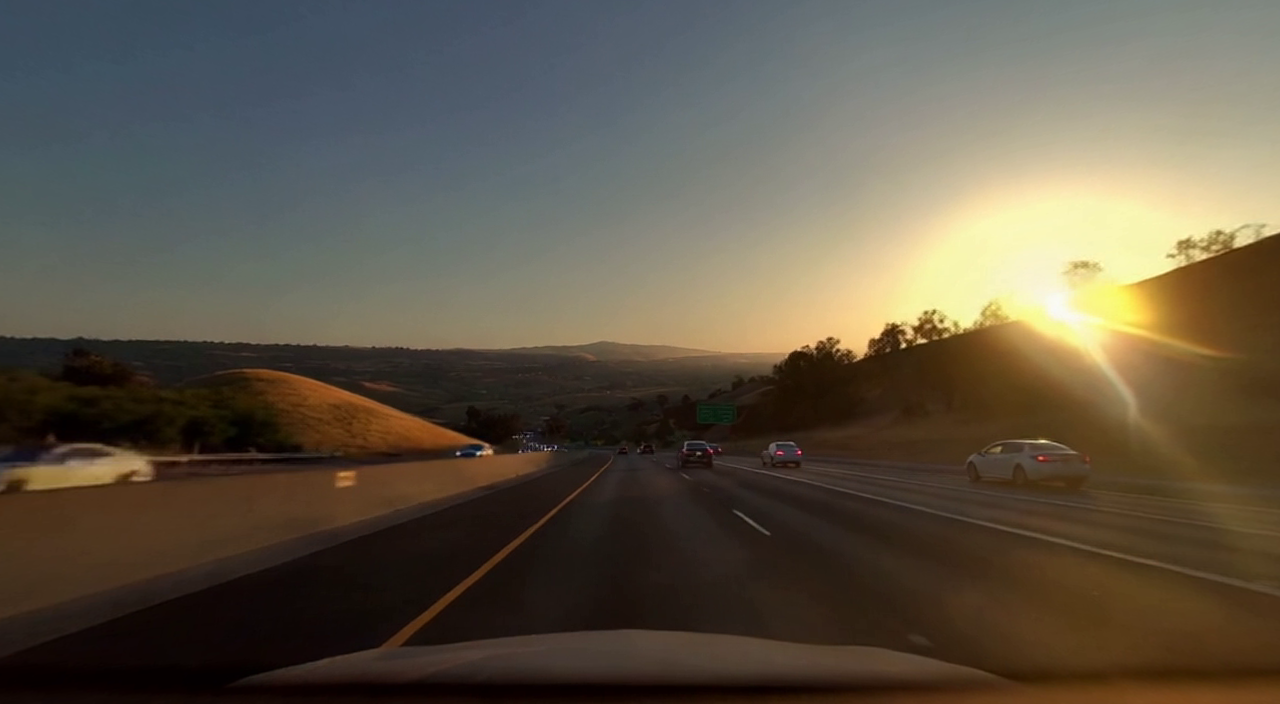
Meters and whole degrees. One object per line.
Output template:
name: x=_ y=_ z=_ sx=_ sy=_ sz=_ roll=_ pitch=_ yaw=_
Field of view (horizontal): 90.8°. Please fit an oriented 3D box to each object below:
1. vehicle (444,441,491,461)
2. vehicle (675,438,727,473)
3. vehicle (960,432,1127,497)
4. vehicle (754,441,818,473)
vehicle: x=-10.917 y=6.300 z=40.270 sx=1.866 sy=1.163 sz=3.756 roll=0 pitch=-8 yaw=2
vehicle: x=2.927 y=5.115 z=31.409 sx=1.977 sy=1.601 sz=4.598 roll=0 pitch=-8 yaw=-2
vehicle: x=10.936 y=3.067 z=17.554 sx=1.844 sy=1.560 sz=4.085 roll=0 pitch=-8 yaw=-1
vehicle: x=6.977 y=5.073 z=30.682 sx=1.952 sy=1.442 sz=4.259 roll=0 pitch=-8 yaw=-2
